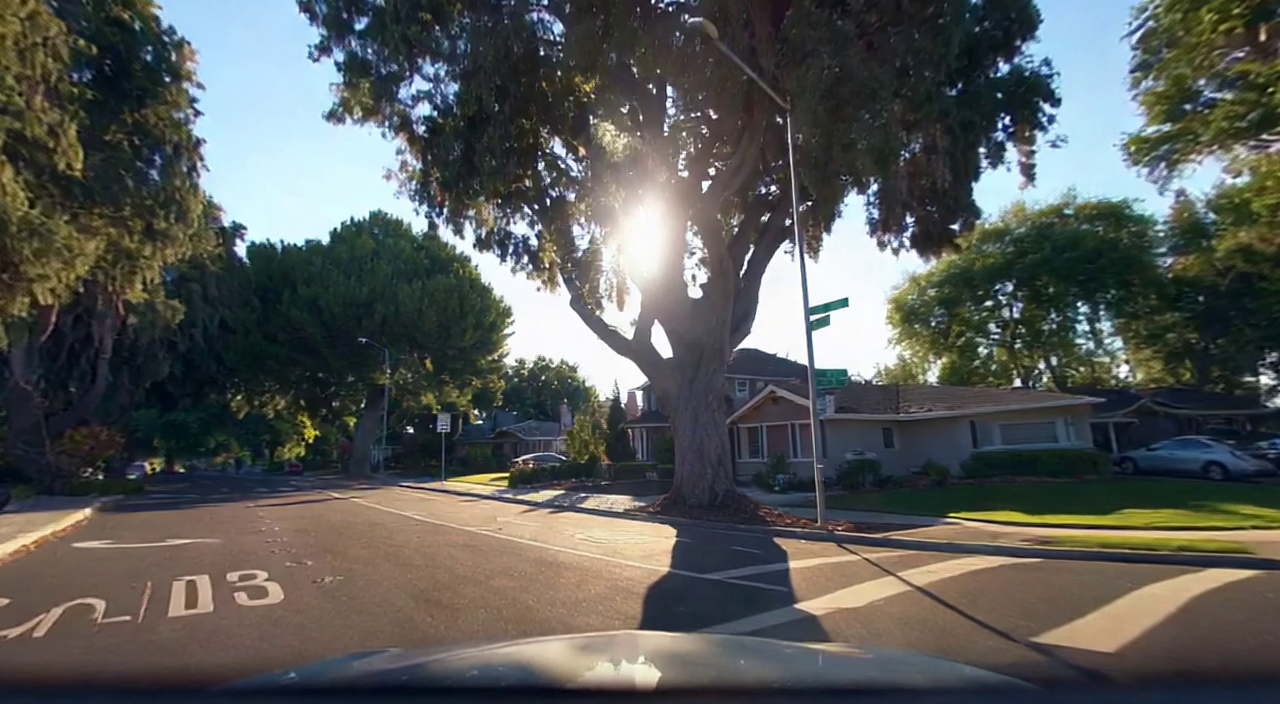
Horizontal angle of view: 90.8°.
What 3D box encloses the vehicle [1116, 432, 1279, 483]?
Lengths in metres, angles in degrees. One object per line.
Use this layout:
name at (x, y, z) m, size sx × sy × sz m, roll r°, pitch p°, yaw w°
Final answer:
vehicle at (18.672, 3.360, 20.338) m, size 1.835 × 1.491 × 4.866 m, roll 5°, pitch -10°, yaw -32°
